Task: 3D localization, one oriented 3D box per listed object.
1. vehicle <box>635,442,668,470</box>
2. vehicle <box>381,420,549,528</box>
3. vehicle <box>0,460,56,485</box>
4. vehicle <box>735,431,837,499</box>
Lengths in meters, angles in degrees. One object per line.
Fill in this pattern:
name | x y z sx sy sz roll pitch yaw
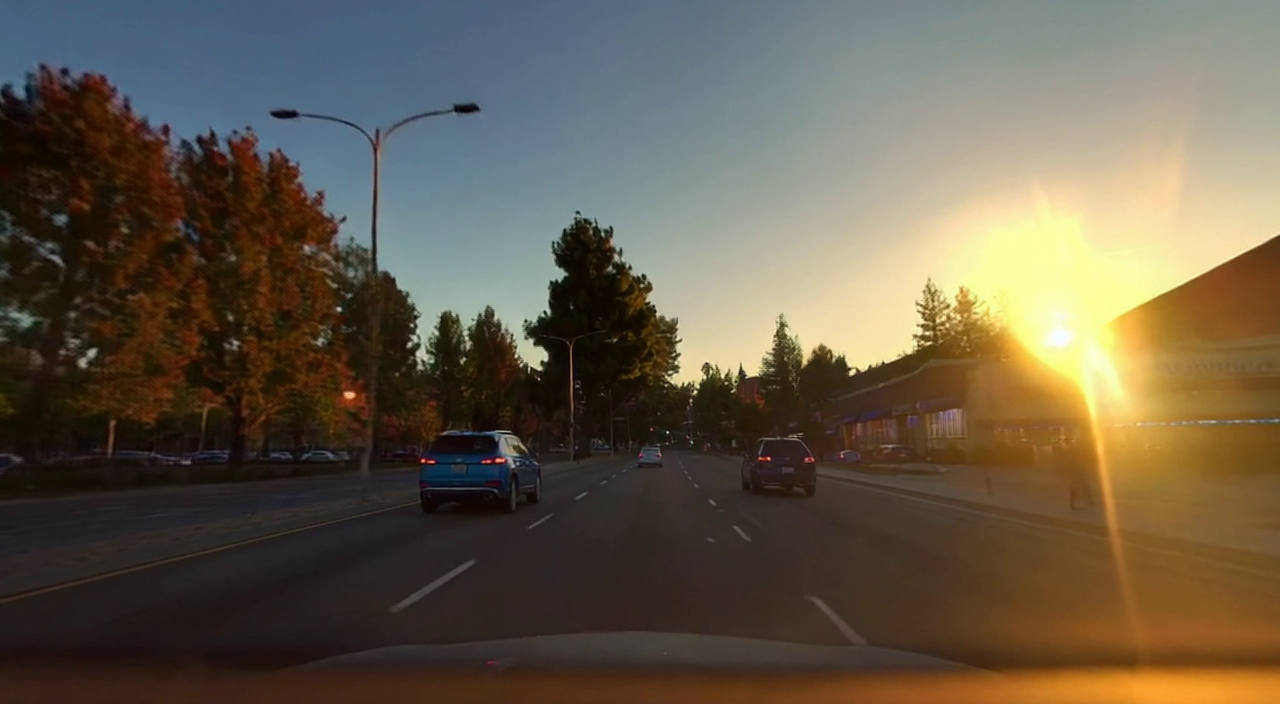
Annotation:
vehicle | 0.761 6.737 40.949 2.067 1.702 3.987 0 -8 2
vehicle | -3.307 2.405 13.006 2.047 1.810 4.414 0 -8 2
vehicle | -42.702 8.160 42.885 3.983 1.567 1.860 0 -8 2
vehicle | 4.201 3.313 18.919 2.083 1.779 4.347 0 -8 1
